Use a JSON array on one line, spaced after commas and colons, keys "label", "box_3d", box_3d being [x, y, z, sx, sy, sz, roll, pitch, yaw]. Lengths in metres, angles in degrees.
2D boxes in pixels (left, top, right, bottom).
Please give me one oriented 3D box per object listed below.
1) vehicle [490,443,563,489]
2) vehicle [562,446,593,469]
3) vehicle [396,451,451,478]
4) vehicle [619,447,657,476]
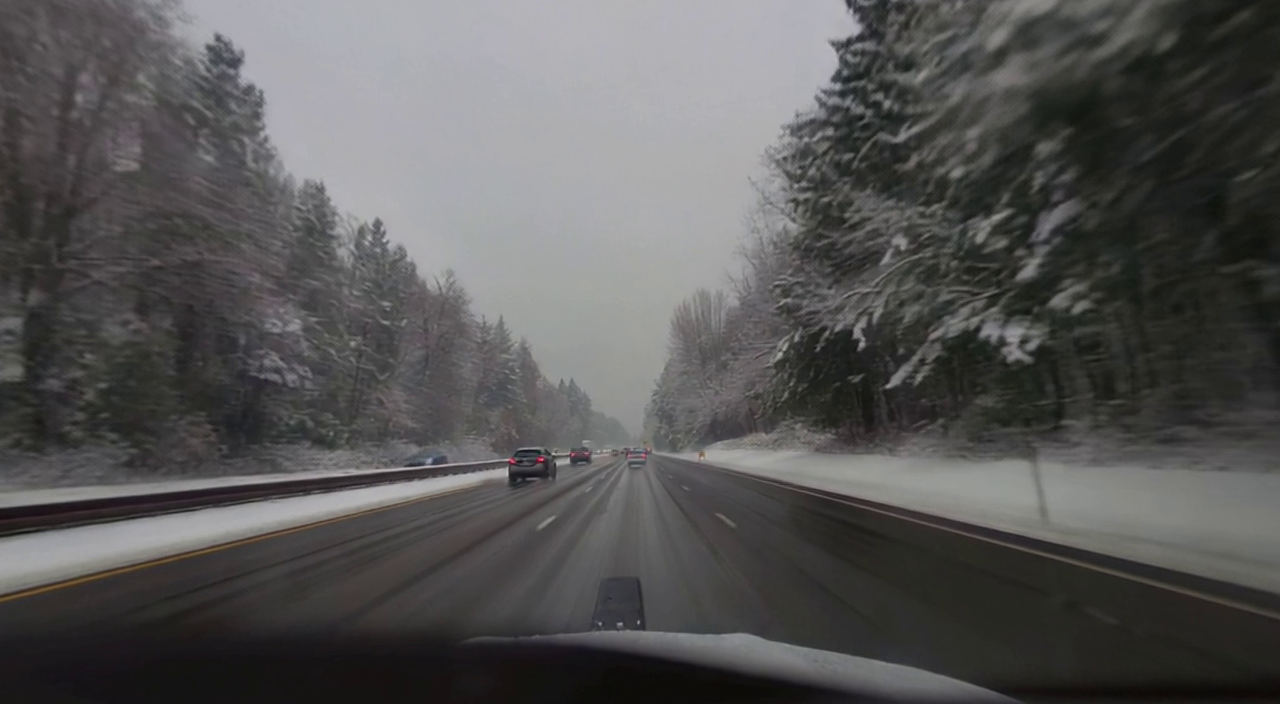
[{"label": "vehicle", "box_3d": [-4.138, 4.233, 23.652, 1.978, 1.538, 3.755, 0, -9, 1]}, {"label": "vehicle", "box_3d": [-4.512, 7.692, 45.939, 1.834, 1.615, 3.624, 0, -9, 0]}, {"label": "vehicle", "box_3d": [-12.638, 6.584, 37.082, 1.761, 1.468, 4.061, 0, -9, 0]}, {"label": "vehicle", "box_3d": [-0.111, 5.955, 34.531, 2.001, 1.490, 3.914, 0, -9, 0]}]
